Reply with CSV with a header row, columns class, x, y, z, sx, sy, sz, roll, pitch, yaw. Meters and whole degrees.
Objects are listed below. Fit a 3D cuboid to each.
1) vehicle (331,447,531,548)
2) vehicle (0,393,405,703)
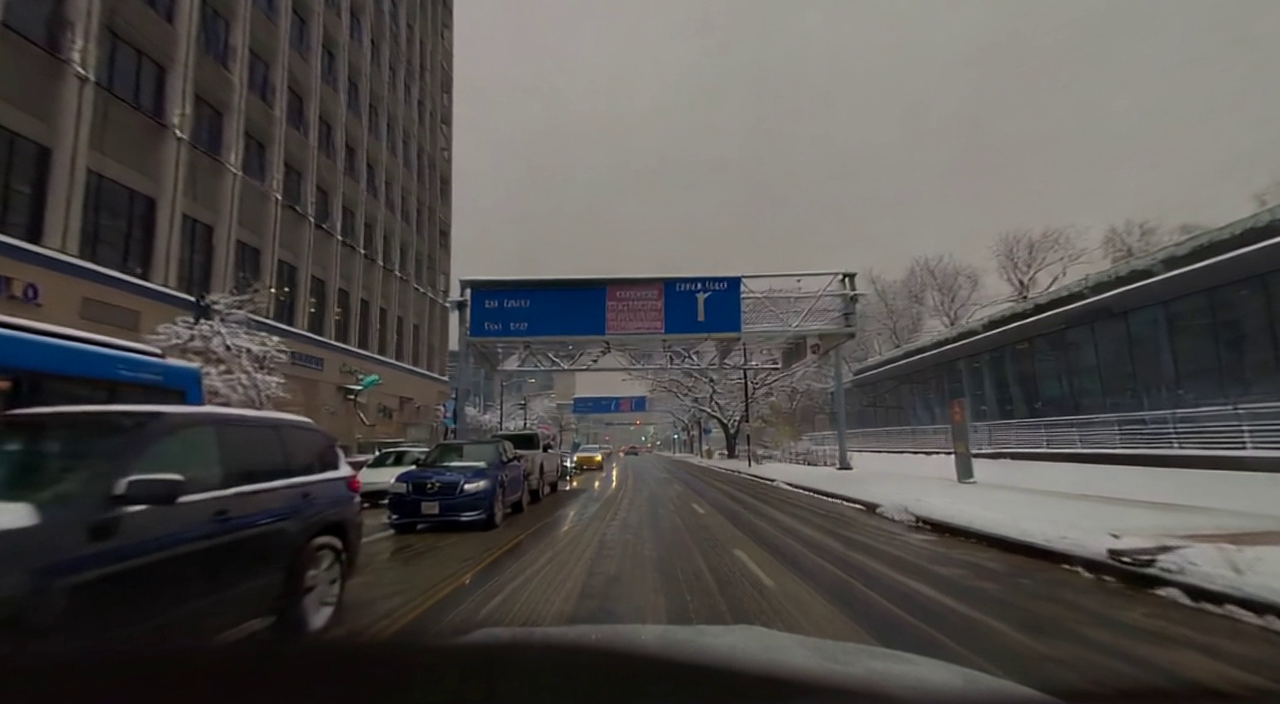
class,x,y,z,sx,sy,sz,roll,pitch,yaw
vehicle,-3.605,2.581,12.031,2.127,1.514,4.617,0,-8,1
vehicle,-3.464,1.170,3.670,2.266,1.621,4.783,0,-8,1
